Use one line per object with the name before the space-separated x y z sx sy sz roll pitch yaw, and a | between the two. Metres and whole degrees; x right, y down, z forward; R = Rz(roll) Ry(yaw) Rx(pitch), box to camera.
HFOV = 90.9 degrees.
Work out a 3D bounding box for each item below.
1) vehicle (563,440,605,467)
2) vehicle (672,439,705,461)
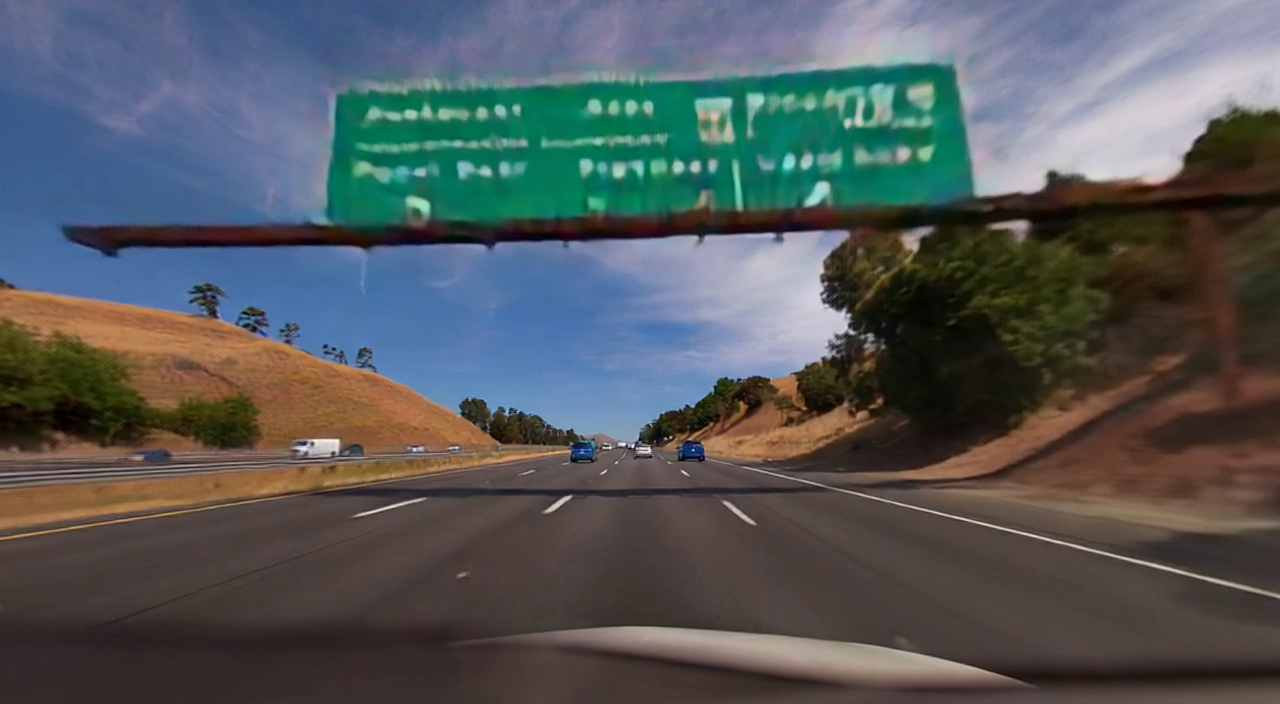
vehicle | -3.447 6.331 39.552 2.159 1.562 4.441 0 -8 1
vehicle | 3.734 7.618 49.181 2.168 1.681 4.279 0 -8 0
